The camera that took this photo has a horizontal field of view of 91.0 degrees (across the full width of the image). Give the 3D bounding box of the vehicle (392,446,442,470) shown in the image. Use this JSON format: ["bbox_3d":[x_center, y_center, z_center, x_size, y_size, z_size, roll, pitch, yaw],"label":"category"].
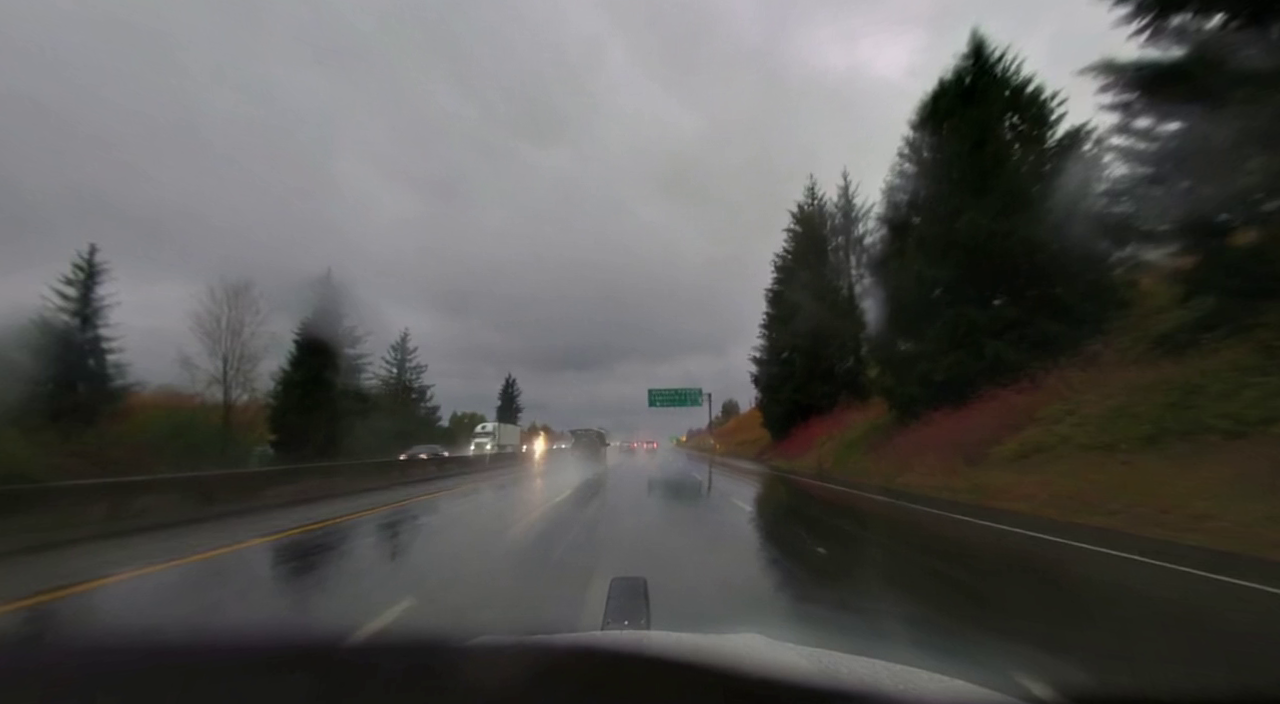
[{"bbox_3d":[-14.743,6.995,41.793,1.769,1.466,3.996,0,-8,2],"label":"vehicle"}]

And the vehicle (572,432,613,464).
[{"bbox_3d":[-3.107,6.403,42.105,2.286,2.011,4.452,0,-8,1],"label":"vehicle"}]
